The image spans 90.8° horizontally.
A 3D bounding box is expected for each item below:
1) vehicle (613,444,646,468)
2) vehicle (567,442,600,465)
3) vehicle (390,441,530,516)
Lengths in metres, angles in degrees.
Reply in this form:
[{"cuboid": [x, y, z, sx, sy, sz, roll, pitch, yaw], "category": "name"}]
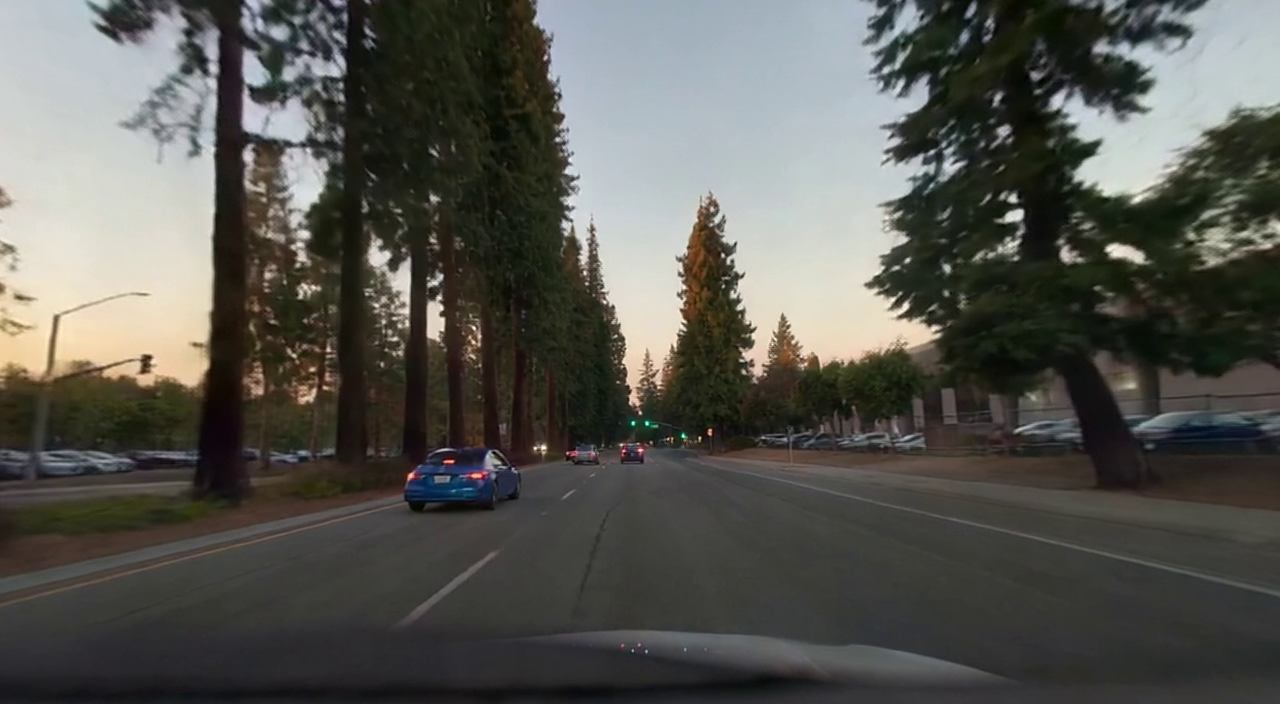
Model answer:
[{"cuboid": [-0.670, 6.652, 40.548, 1.991, 1.431, 4.199, 0, -9, -1], "category": "vehicle"}, {"cuboid": [-4.180, 7.563, 47.071, 2.103, 1.592, 4.160, 0, -9, 0], "category": "vehicle"}, {"cuboid": [-3.844, 2.769, 14.349, 1.905, 1.418, 4.396, 0, -9, 0], "category": "vehicle"}]
